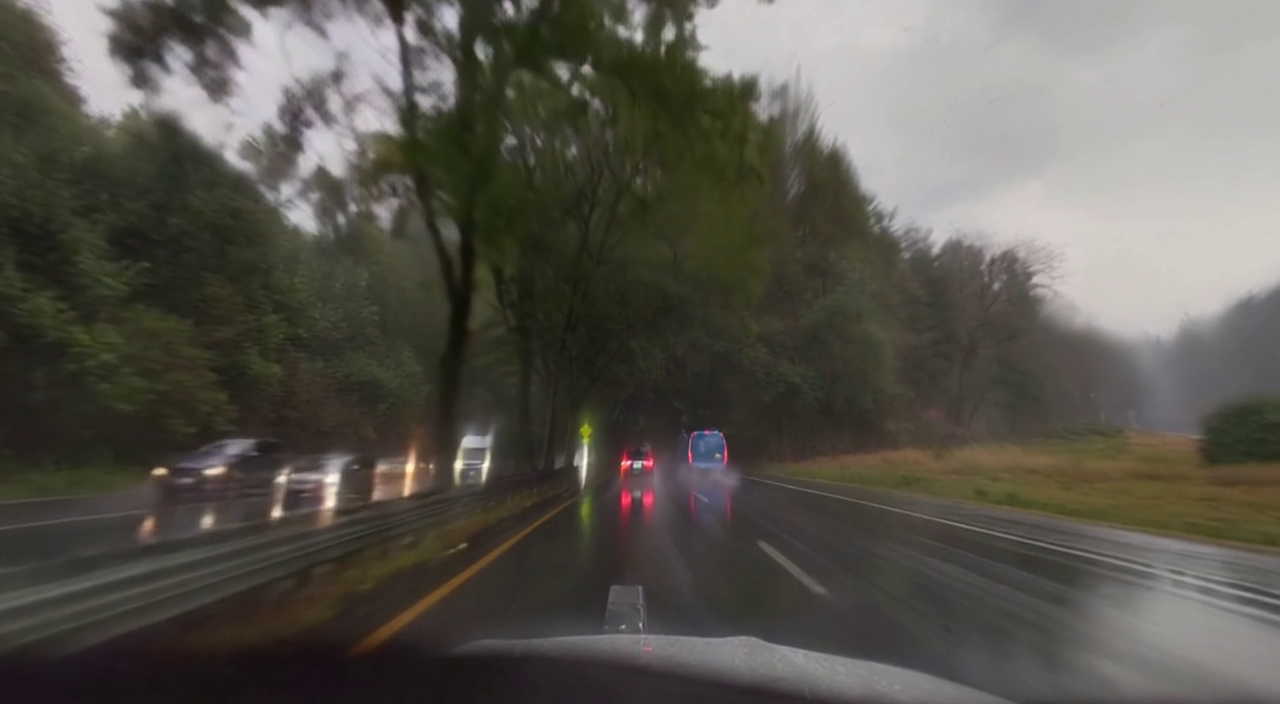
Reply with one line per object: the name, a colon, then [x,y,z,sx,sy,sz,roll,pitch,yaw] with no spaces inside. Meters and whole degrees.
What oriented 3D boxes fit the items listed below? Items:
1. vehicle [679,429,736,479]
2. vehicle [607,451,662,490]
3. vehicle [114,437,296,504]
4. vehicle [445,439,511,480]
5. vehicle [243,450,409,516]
vehicle: [3.723,5.844,36.235,2.513,2.633,5.930,0,-9,-1]
vehicle: [-0.200,4.742,25.580,2.037,1.417,3.885,0,-9,0]
vehicle: [-11.865,3.251,17.630,2.074,1.614,4.220,0,-9,0]
vehicle: [-7.918,5.303,31.304,2.023,1.871,4.993,0,-9,-1]
vehicle: [-7.593,3.178,15.806,1.970,1.383,4.178,0,-9,0]
